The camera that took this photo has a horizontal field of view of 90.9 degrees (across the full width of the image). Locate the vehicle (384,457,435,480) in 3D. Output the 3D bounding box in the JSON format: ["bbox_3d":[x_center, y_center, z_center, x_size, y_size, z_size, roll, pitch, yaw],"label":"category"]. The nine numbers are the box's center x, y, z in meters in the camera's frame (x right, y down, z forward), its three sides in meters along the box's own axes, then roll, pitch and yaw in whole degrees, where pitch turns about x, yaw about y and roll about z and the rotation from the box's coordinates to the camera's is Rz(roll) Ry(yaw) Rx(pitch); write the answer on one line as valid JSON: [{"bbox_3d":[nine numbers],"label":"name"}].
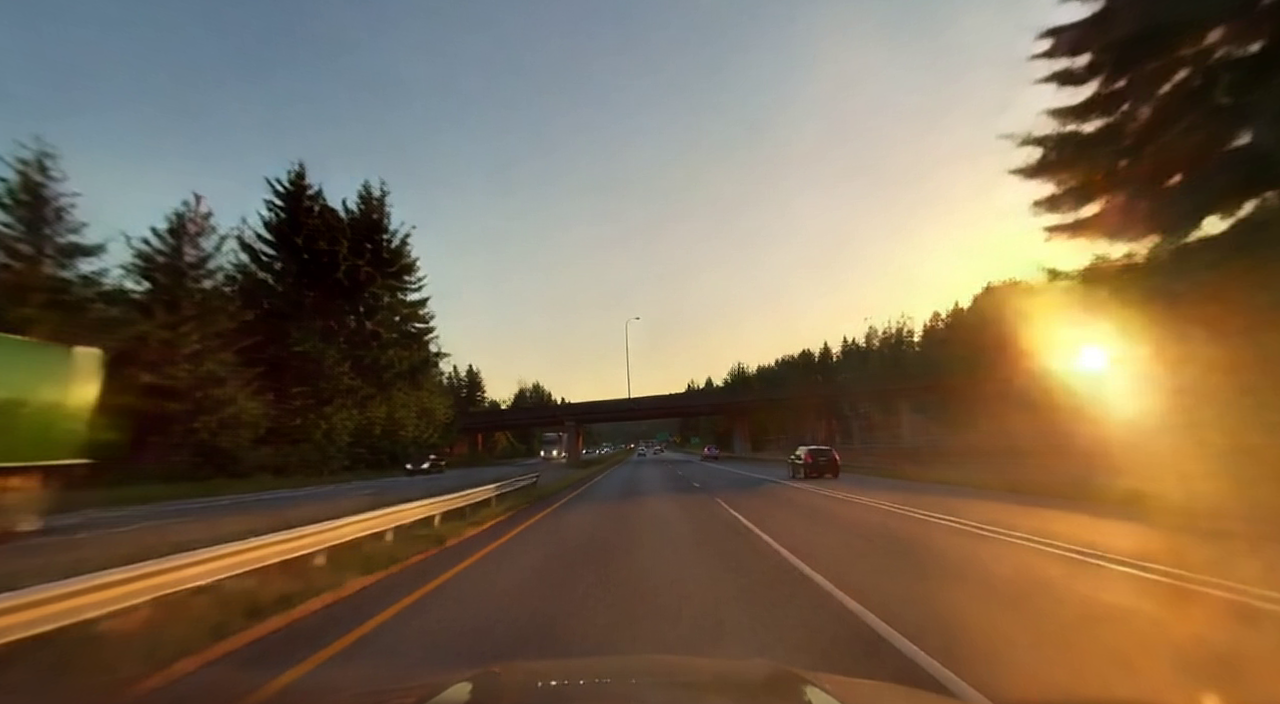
[{"bbox_3d":[-16.013,8.084,43.989,2.048,1.446,3.900,0,-9,0],"label":"vehicle"}]

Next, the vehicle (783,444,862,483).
[{"bbox_3d":[7.368,4.542,25.916,1.987,1.473,4.244,0,-9,0],"label":"vehicle"}]
